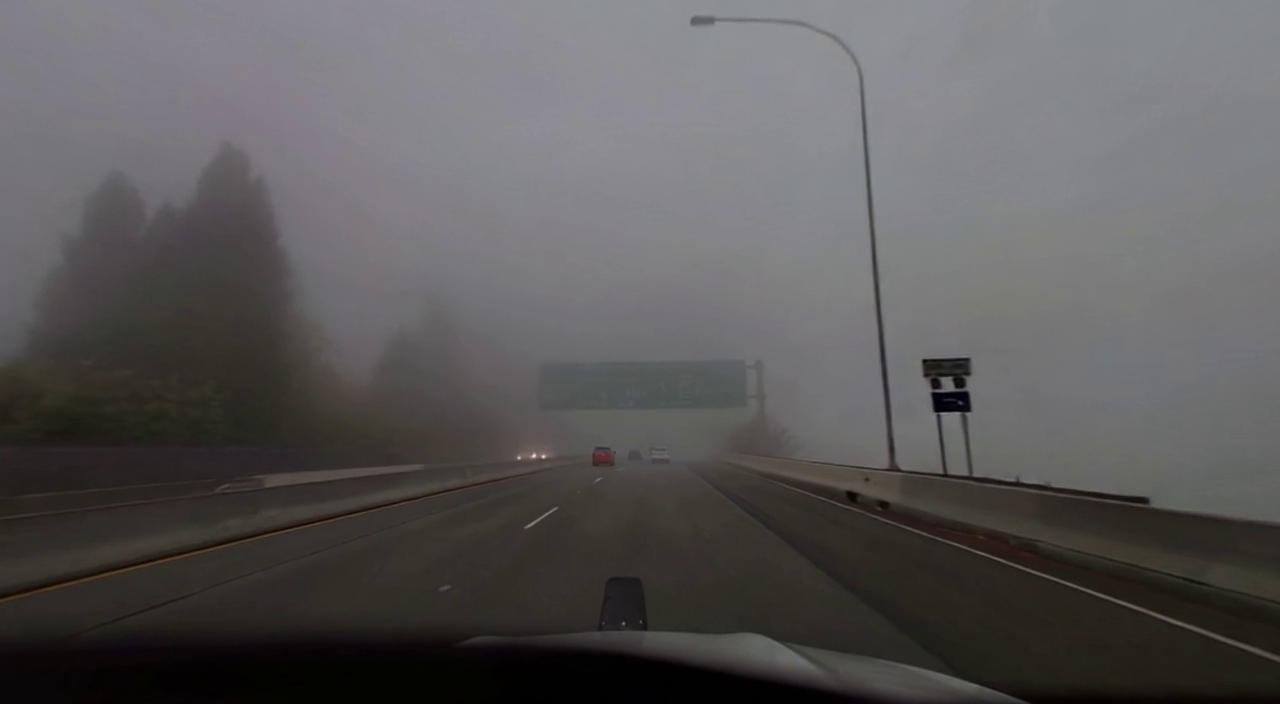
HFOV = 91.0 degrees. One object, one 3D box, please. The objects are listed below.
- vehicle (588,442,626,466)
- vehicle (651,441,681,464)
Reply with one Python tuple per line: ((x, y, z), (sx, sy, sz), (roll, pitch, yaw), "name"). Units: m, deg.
((-2.128, 6.676, 41.408), (1.985, 1.518, 3.847), (-1, -8, 4), "vehicle")
((1.921, 7.313, 45.942), (2.077, 1.533, 3.854), (-1, -8, 3), "vehicle")
